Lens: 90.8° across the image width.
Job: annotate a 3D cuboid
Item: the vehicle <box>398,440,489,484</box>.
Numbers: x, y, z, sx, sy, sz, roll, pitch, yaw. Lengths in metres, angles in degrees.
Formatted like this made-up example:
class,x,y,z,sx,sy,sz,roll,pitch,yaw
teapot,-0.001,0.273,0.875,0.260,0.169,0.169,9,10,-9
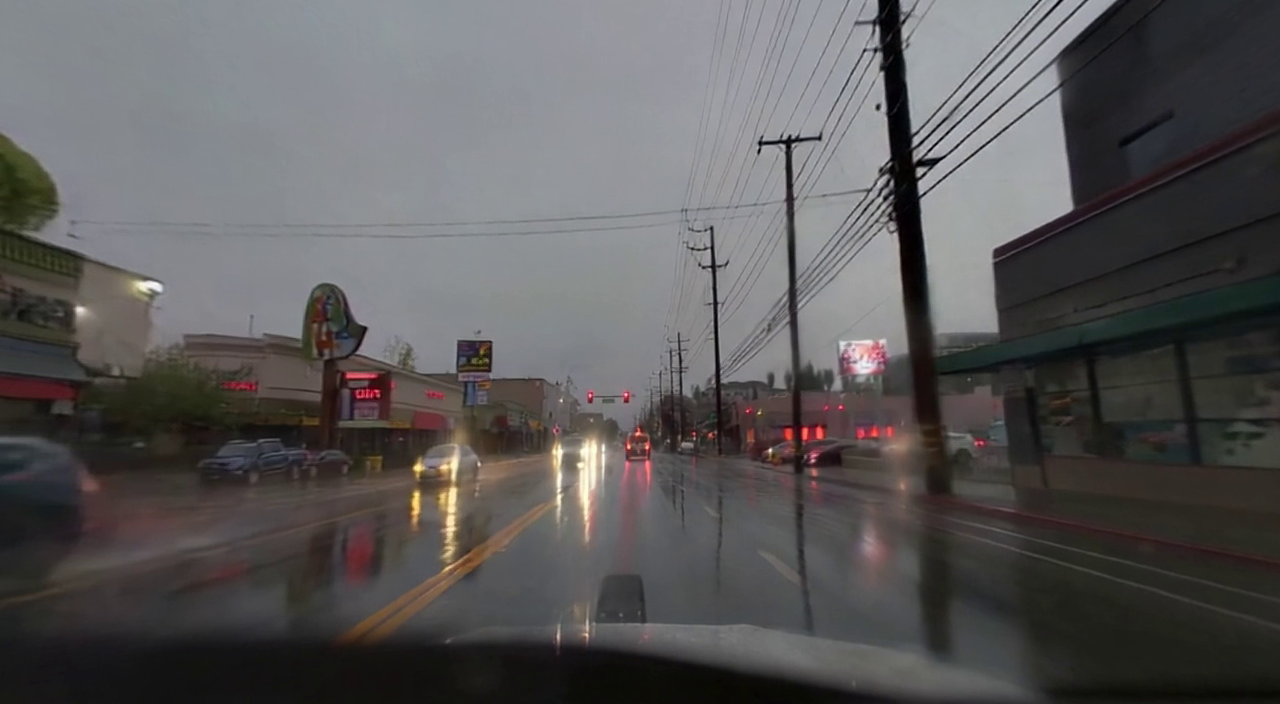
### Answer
class,x,y,z,sx,sy,sz,roll,pitch,yaw
vehicle,-7.357,4.159,24.161,2.020,1.479,4.612,0,-9,0

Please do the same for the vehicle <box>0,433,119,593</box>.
class,x,y,z,sx,sy,sz,roll,pitch,yaw
vehicle,-7.188,1.421,5.144,1.952,1.536,4.623,0,-9,0

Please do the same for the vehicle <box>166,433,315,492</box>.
class,x,y,z,sx,sy,sz,roll,pitch,yaw
vehicle,-13.891,3.848,22.414,2.044,1.830,4.800,0,-9,2

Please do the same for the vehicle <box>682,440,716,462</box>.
class,x,y,z,sx,sy,sz,roll,pitch,yaw
vehicle,4.053,6.925,44.227,1.926,1.482,4.442,0,-9,-1

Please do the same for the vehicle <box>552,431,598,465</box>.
class,x,y,z,sx,sy,sz,roll,pitch,yaw
vehicle,-3.931,5.952,39.226,2.277,1.904,5.583,0,-9,0

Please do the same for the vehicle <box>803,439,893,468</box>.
class,x,y,z,sx,sy,sz,roll,pitch,yaw
vehicle,11.283,5.534,34.456,4.238,1.464,1.862,0,-9,2

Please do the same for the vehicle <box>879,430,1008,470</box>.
class,x,y,z,sx,sy,sz,roll,pitch,yaw
vehicle,15.045,4.884,31.527,5.307,1.877,2.052,0,-9,-1
